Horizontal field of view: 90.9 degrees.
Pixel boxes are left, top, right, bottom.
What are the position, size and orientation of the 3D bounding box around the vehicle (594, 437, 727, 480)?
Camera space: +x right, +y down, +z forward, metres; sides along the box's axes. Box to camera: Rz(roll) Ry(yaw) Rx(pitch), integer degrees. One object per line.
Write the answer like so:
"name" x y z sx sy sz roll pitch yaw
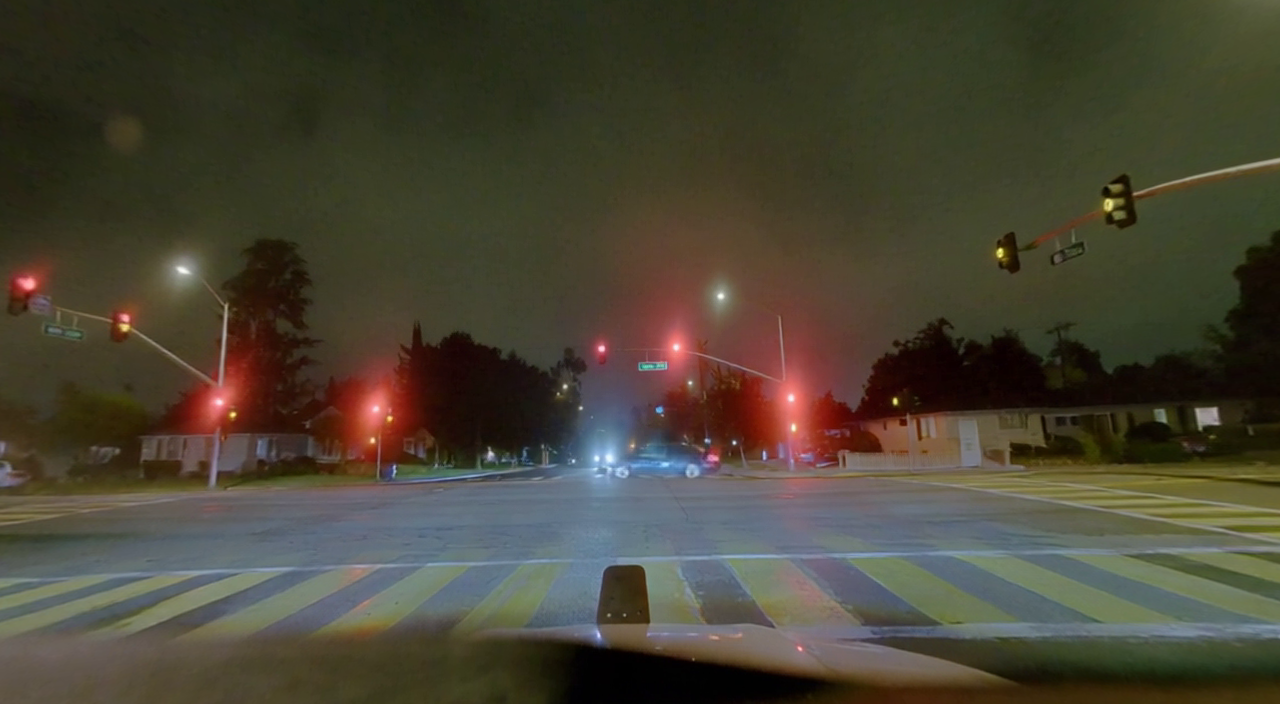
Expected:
"vehicle" 0.709 3.817 22.685 4.562 1.460 1.822 0 -8 0
